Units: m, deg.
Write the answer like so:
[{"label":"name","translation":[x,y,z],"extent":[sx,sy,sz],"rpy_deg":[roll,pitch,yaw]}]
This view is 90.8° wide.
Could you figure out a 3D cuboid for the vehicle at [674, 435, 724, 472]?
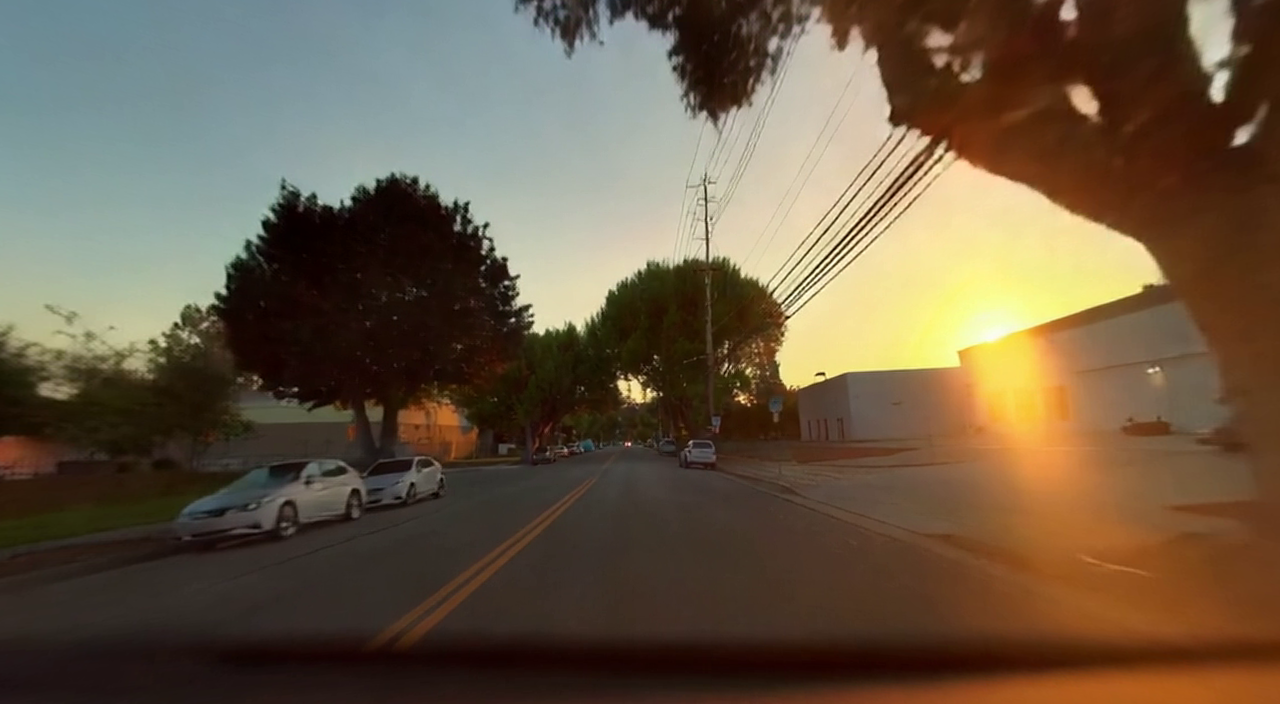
[{"label":"vehicle","translation":[3.113,5.487,34.486],"extent":[2.138,1.820,5.218],"rpy_deg":[0,-8,0]}]

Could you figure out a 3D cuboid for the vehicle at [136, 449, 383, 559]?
[{"label":"vehicle","translation":[-6.622,2.623,11.723],"extent":[1.887,1.460,4.444],"rpy_deg":[-4,-8,-1]}]

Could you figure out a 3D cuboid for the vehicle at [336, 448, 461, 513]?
[{"label":"vehicle","translation":[-6.567,3.503,17.696],"extent":[1.804,1.403,4.174],"rpy_deg":[-4,-8,1]}]
